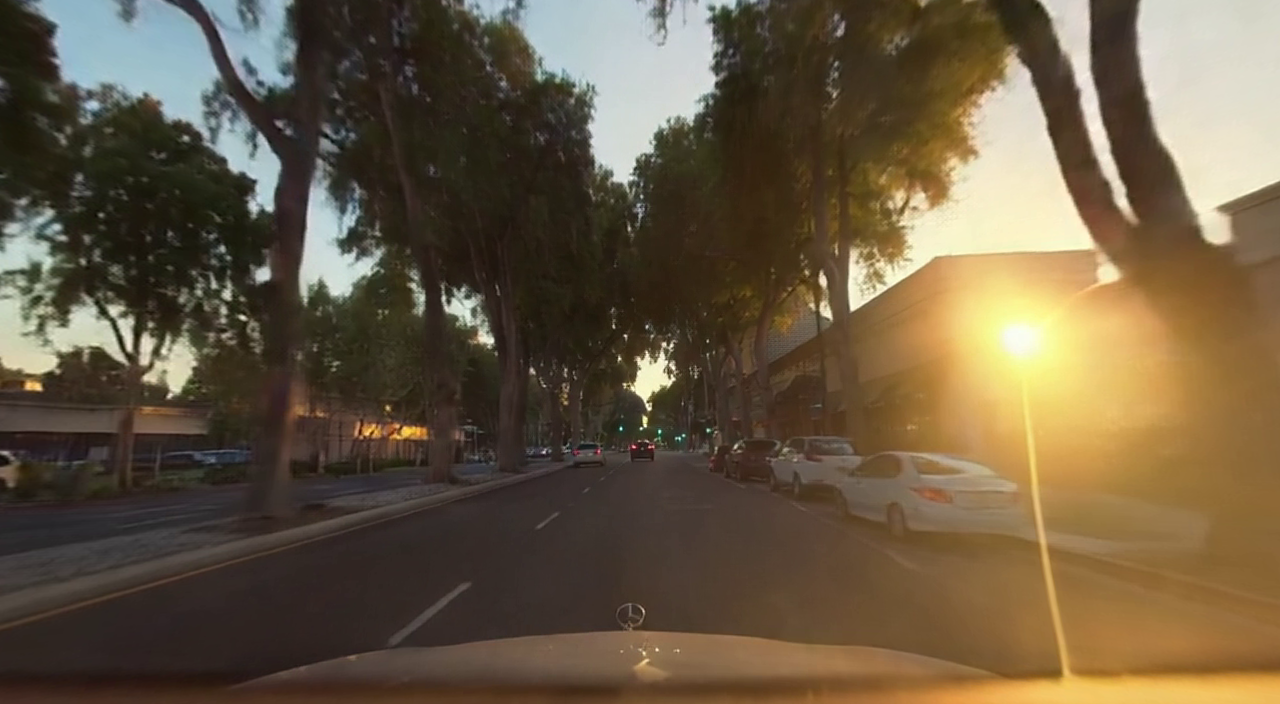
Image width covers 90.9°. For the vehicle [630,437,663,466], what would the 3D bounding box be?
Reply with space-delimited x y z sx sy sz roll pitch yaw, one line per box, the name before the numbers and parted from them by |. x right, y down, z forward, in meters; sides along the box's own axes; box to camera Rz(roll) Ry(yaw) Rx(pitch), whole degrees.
vehicle | 0.419 6.499 41.275 2.075 1.770 4.018 0 -9 1

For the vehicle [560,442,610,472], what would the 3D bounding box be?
vehicle | -2.872 5.600 33.956 2.151 1.484 4.468 0 -9 2

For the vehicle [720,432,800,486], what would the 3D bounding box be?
vehicle | 4.361 3.966 23.714 2.068 1.809 4.889 0 -9 0

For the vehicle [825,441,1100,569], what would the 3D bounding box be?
vehicle | 4.376 2.097 9.499 1.896 1.451 4.329 0 -9 1

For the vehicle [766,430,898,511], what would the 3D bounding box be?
vehicle | 4.502 2.839 15.565 1.900 1.702 4.358 0 -9 0
